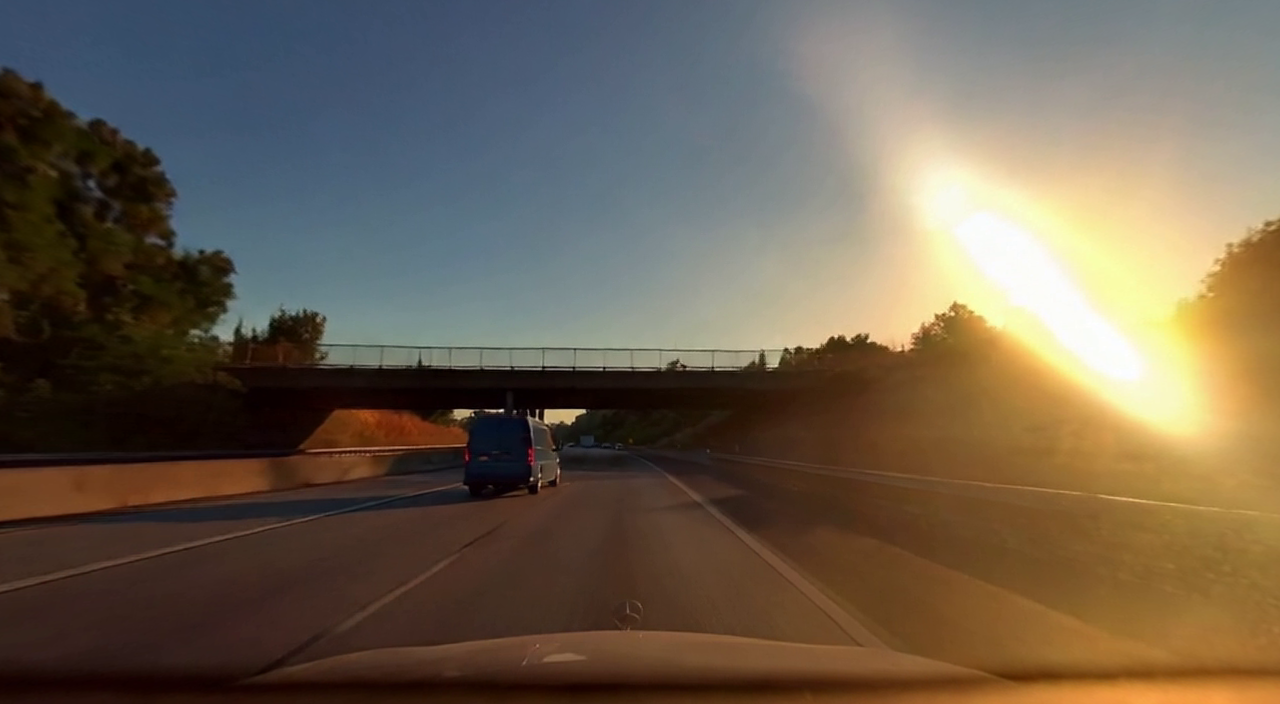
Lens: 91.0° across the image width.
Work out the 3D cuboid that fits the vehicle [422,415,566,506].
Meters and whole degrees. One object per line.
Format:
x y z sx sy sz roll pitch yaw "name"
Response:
-3.329 2.632 15.662 2.372 1.891 5.061 0 -8 0 "vehicle"
